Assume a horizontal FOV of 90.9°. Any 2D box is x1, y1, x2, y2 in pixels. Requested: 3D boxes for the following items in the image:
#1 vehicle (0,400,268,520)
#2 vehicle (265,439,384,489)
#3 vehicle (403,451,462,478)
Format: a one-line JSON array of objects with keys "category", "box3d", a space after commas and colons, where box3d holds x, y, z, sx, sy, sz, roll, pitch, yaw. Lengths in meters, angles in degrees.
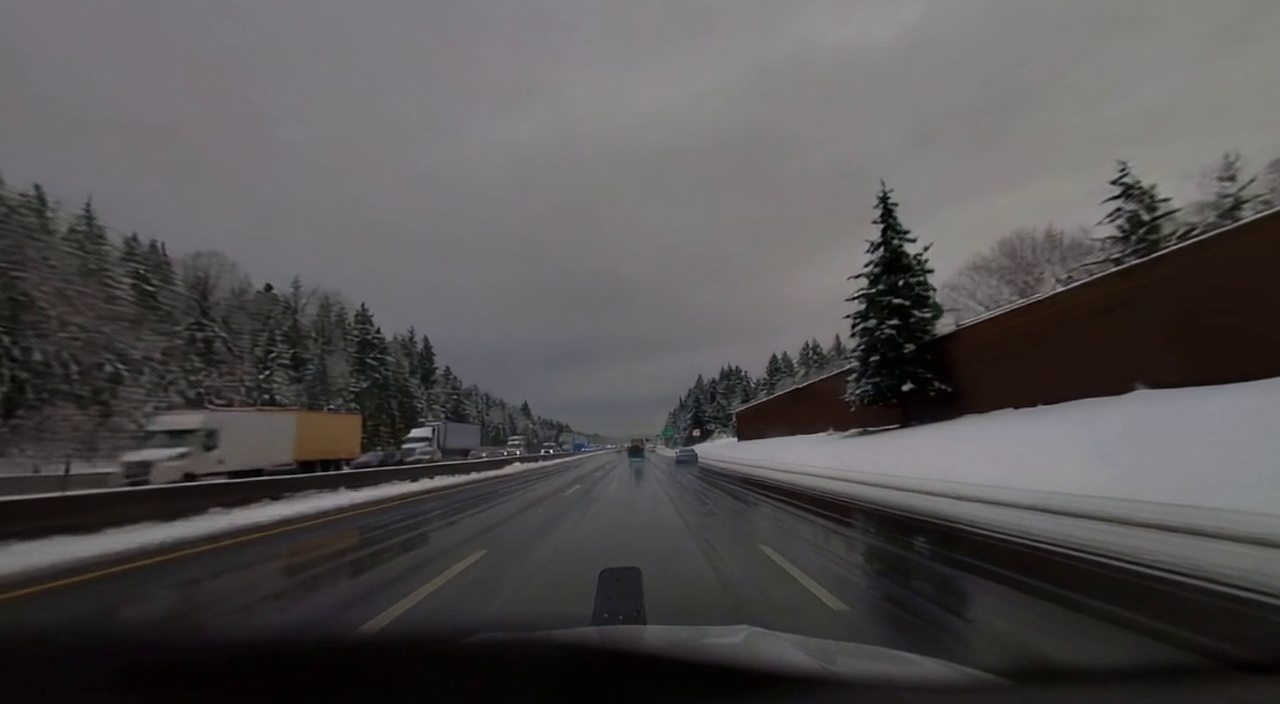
[{"category": "vehicle", "box3d": [-11.660, 2.491, 14.870, 2.282, 2.273, 5.443, 0, -9, 1]}, {"category": "vehicle", "box3d": [-12.438, 4.448, 25.324, 2.119, 1.785, 5.129, 0, -9, -1]}, {"category": "vehicle", "box3d": [-11.801, 6.420, 36.128, 1.917, 1.422, 4.406, 0, -9, 0]}]
